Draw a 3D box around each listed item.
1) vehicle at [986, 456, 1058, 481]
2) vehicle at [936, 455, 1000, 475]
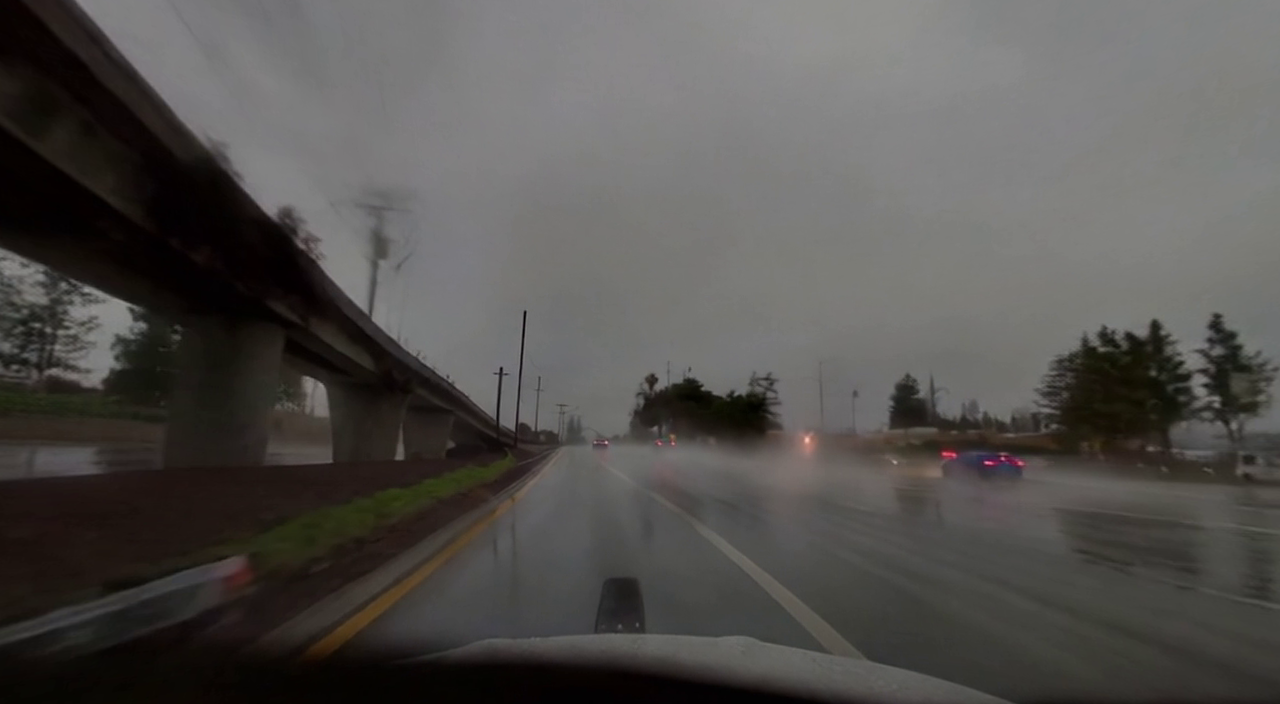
[{"bbox_3d":[27.932,8.542,46.255,4.118,1.676,1.948,1,-10,-12],"label":"vehicle"},{"bbox_3d":[25.103,8.672,48.401,4.057,1.399,1.750,3,-10,-9],"label":"vehicle"}]
